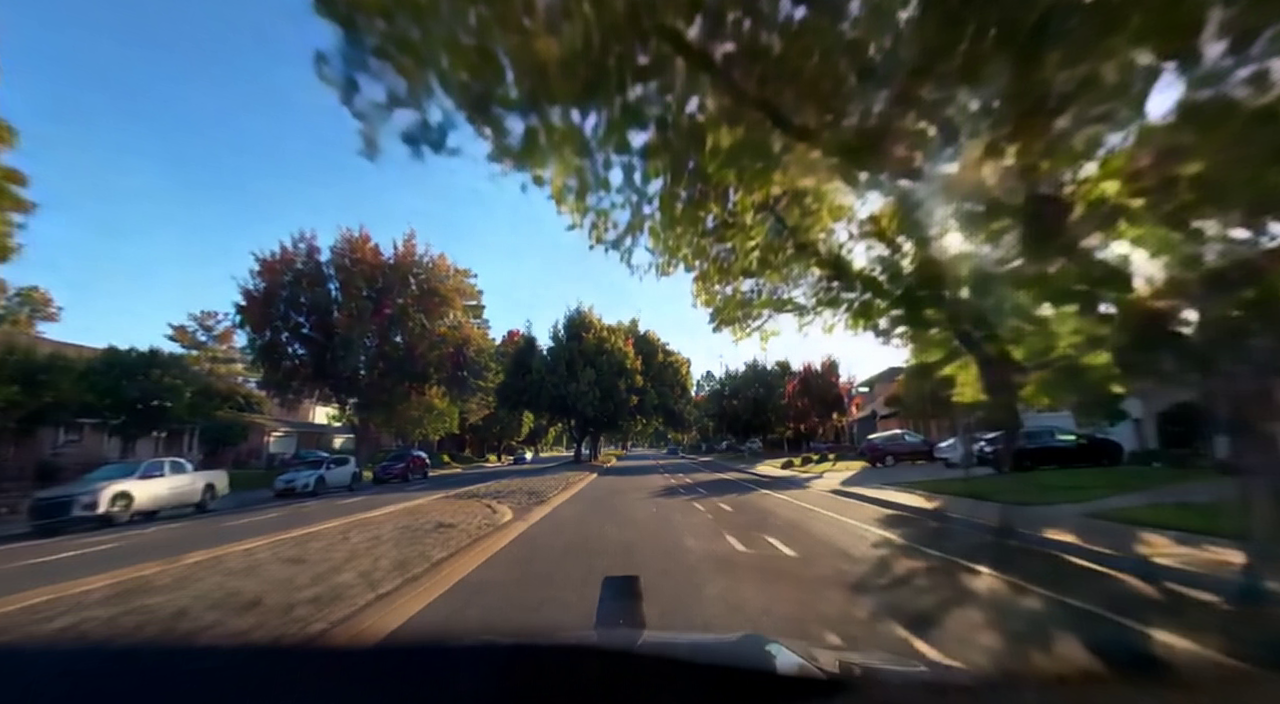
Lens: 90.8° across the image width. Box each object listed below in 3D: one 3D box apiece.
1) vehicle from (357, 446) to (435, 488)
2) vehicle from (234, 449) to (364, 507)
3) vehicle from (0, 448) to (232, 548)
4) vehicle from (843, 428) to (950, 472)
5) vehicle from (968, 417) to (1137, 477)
[{"bbox_3d":[-12.295,5.780,32.191,2.105,1.930,4.541,0,-8,0],"label":"vehicle"},{"bbox_3d":[-12.132,4.455,22.965,2.007,1.663,5.077,-2,-7,-1],"label":"vehicle"},{"bbox_3d":[-12.145,3.226,14.797,1.962,1.735,4.927,-2,-7,-1],"label":"vehicle"},{"bbox_3d":[12.200,4.657,30.244,4.194,1.850,1.951,-2,-7,-4],"label":"vehicle"},{"bbox_3d":[14.542,3.356,22.476,4.498,1.831,2.059,-2,-8,-1],"label":"vehicle"}]
